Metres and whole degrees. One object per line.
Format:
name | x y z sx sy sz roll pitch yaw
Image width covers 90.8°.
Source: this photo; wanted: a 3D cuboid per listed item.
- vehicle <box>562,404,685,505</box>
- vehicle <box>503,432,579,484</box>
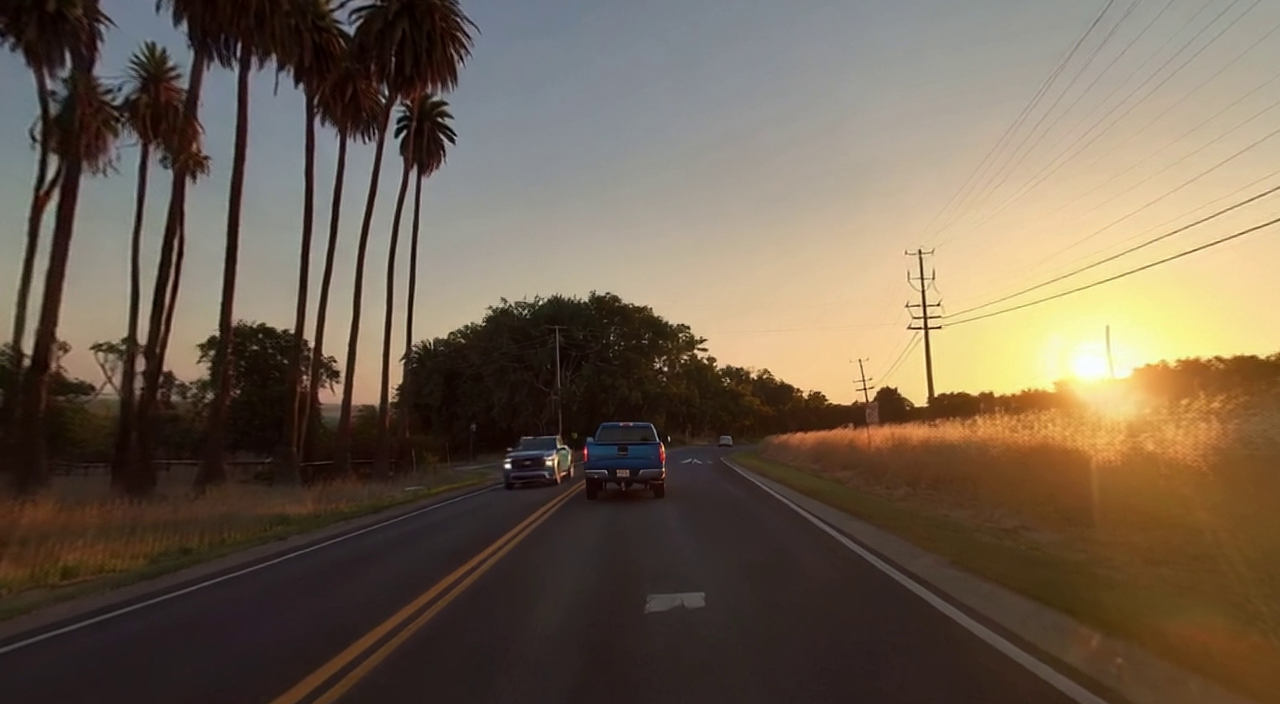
vehicle | -0.403 2.709 16.979 2.693 2.223 5.885 0 -9 -1
vehicle | -4.040 4.452 26.715 2.276 1.965 5.009 0 -9 1
